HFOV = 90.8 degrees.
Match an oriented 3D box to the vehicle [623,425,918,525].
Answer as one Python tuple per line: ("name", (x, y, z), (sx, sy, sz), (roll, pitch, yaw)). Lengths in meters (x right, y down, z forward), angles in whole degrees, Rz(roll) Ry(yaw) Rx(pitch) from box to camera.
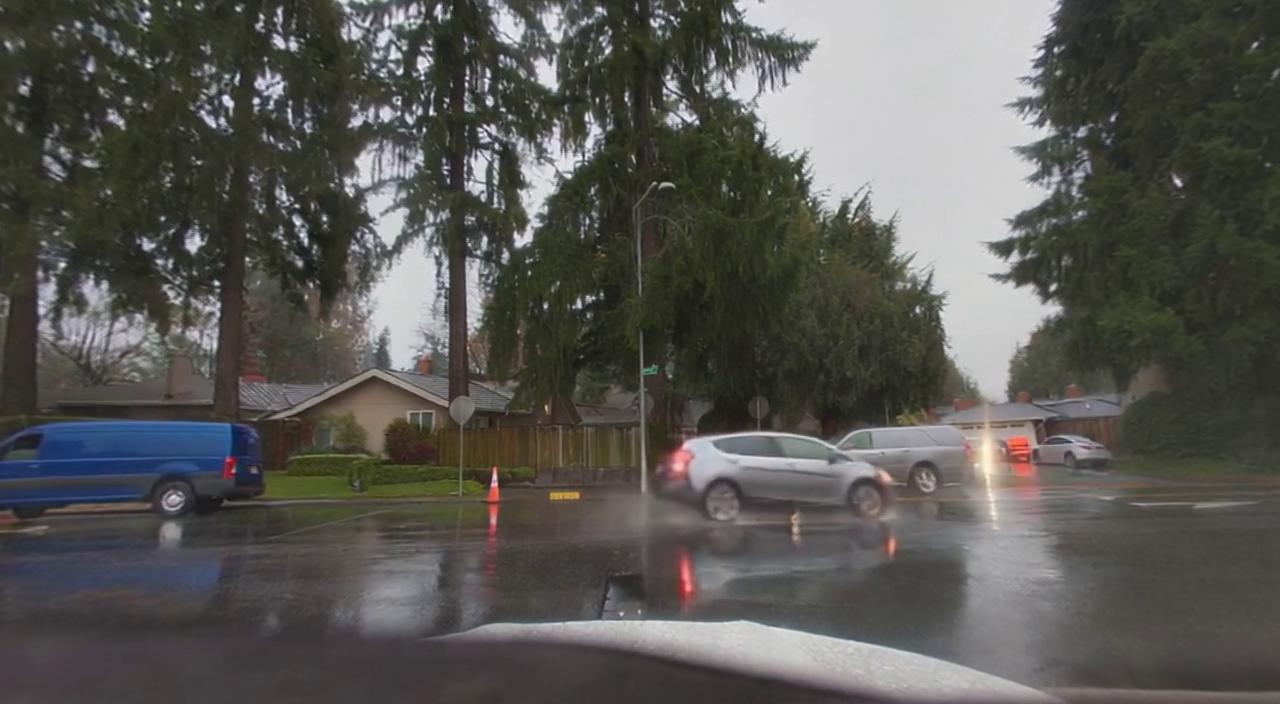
("vehicle", (2.078, 2.109, 11.176), (4.684, 1.556, 2.087), (1, -8, -4))

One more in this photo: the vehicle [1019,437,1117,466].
("vehicle", (22.496, 5.244, 33.258), (3.863, 1.453, 1.826), (1, -8, -4))

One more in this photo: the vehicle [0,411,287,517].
("vehicle", (-14.254, 3.051, 16.933), (7.824, 2.323, 2.863), (-2, -10, -3))

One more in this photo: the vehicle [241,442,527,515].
("vehicle", (-6.637, 3.381, 17.387), (6.643, 1.777, 2.925), (1, -9, -5))
